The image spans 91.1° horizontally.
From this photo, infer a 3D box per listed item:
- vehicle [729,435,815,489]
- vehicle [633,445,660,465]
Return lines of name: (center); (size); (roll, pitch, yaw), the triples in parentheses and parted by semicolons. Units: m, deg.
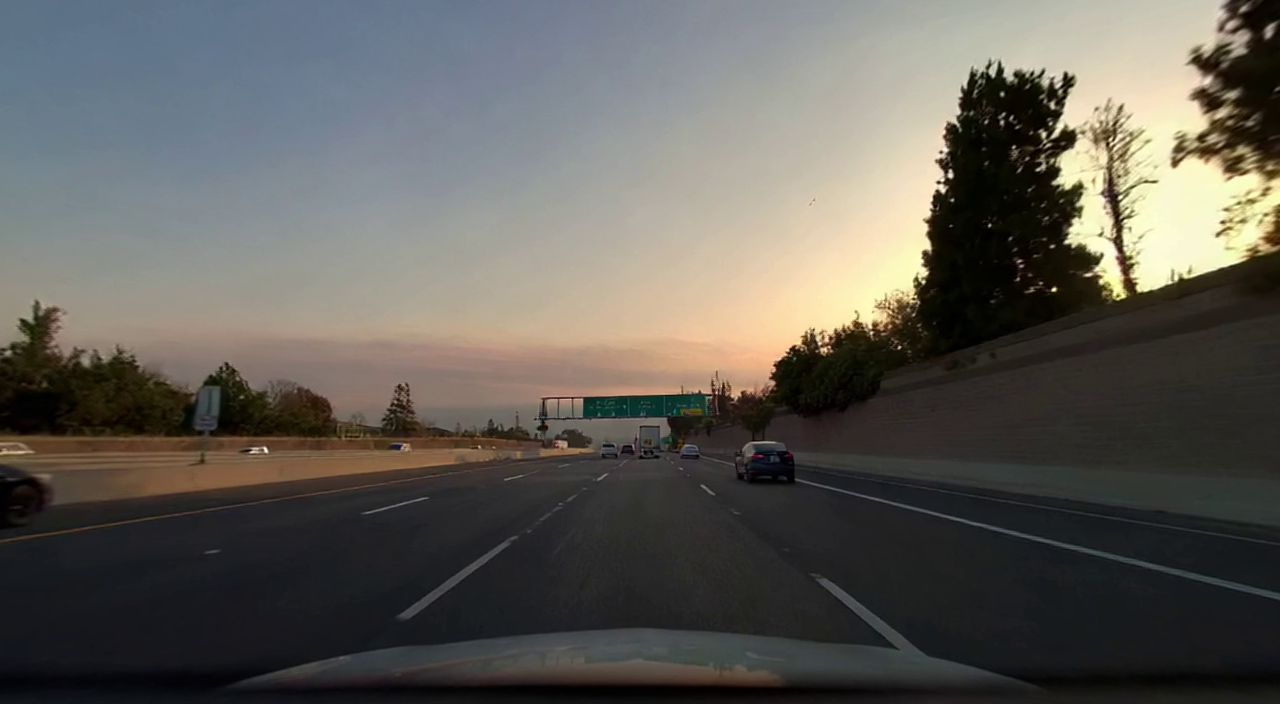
vehicle: (4.365, 3.719, 21.493); (2.046, 1.655, 4.143); (0, -9, 0)
vehicle: (0.428, 7.858, 48.103); (1.946, 1.493, 4.083); (0, -9, -1)
